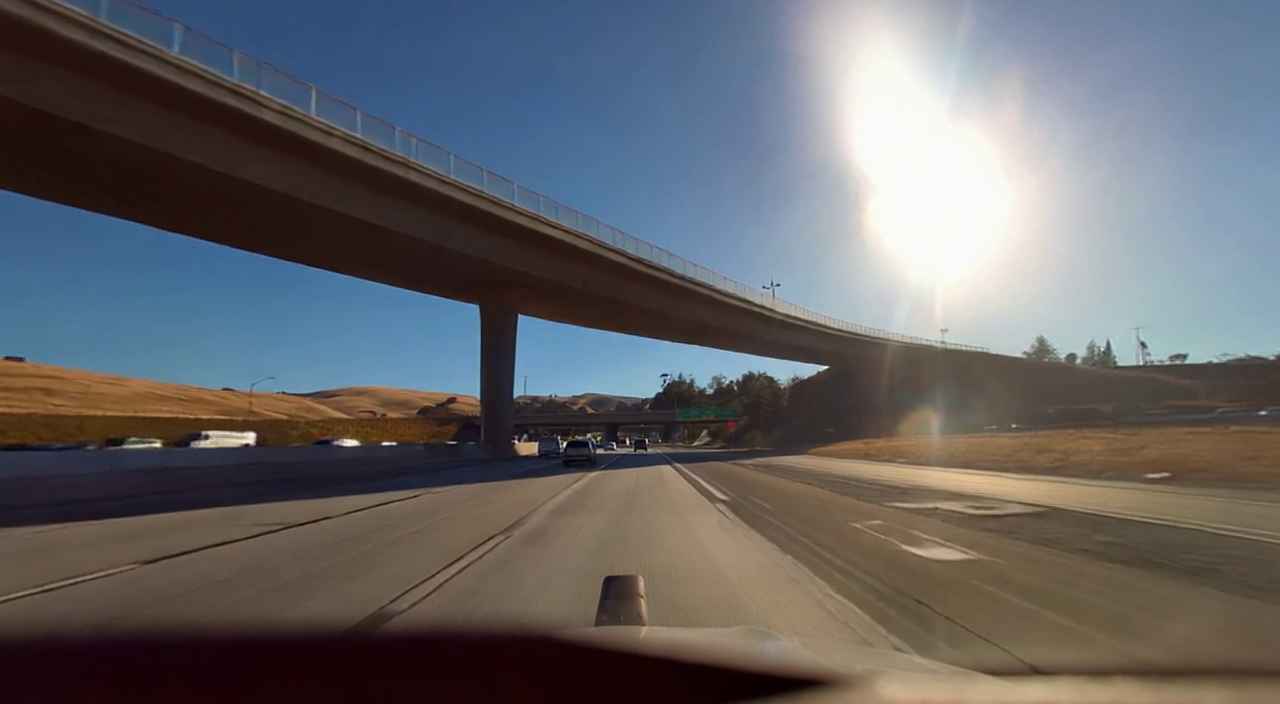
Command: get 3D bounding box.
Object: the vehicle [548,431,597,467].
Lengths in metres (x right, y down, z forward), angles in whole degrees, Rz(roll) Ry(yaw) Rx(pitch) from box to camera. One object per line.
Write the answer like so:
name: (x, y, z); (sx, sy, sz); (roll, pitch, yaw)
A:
vehicle: (-3.696, 5.465, 35.579); (2.144, 1.847, 4.850); (-1, -8, 1)

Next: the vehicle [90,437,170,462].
vehicle: (-34.144, 6.525, 42.302); (1.753, 1.537, 4.193); (-1, -8, 2)
